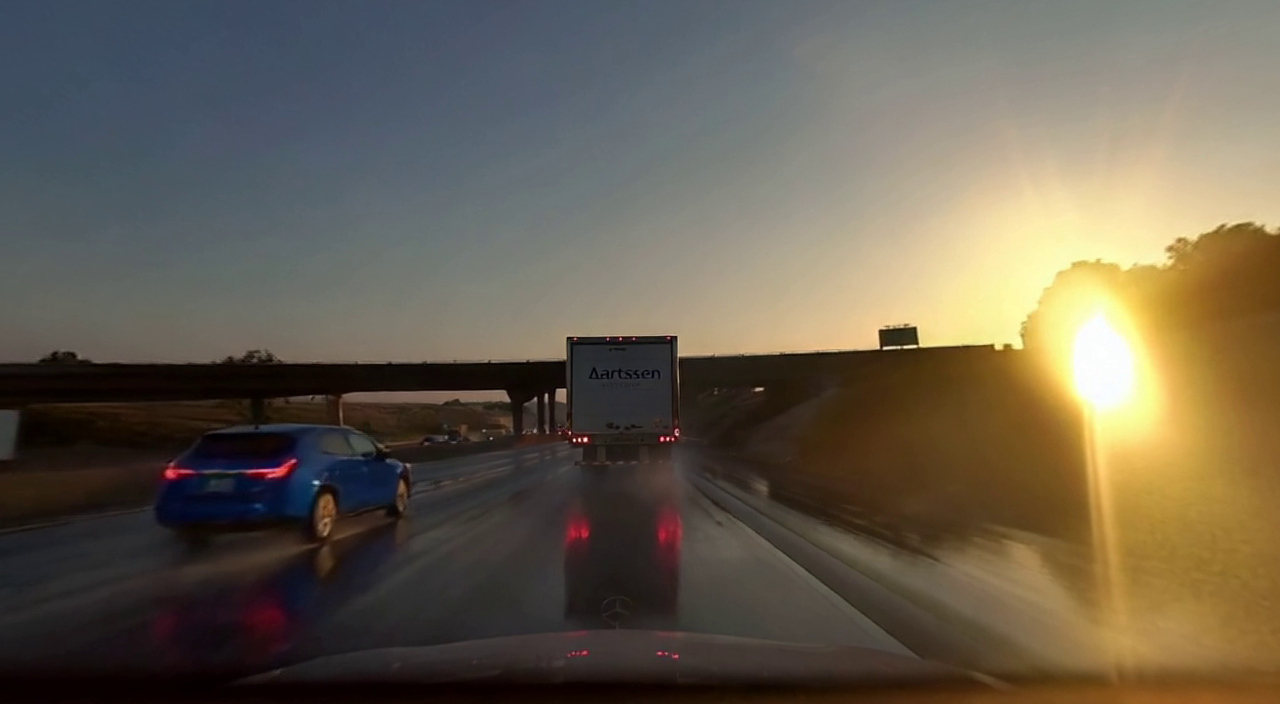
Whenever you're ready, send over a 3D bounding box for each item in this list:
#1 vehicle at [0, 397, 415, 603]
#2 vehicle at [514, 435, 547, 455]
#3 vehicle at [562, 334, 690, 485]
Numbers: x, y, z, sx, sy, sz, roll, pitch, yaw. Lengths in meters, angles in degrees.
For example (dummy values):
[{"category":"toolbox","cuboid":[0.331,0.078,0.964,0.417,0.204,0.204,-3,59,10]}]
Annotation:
[{"category":"vehicle","cuboid":[-4.632,1.514,7.536,2.052,1.639,4.894,0,-8,0]},{"category":"vehicle","cuboid":[-8.651,7.356,49.903,1.940,1.488,3.976,0,-8,0]},{"category":"vehicle","cuboid":[-0.436,2.260,22.522,3.442,4.106,10.719,0,-8,-1]}]
